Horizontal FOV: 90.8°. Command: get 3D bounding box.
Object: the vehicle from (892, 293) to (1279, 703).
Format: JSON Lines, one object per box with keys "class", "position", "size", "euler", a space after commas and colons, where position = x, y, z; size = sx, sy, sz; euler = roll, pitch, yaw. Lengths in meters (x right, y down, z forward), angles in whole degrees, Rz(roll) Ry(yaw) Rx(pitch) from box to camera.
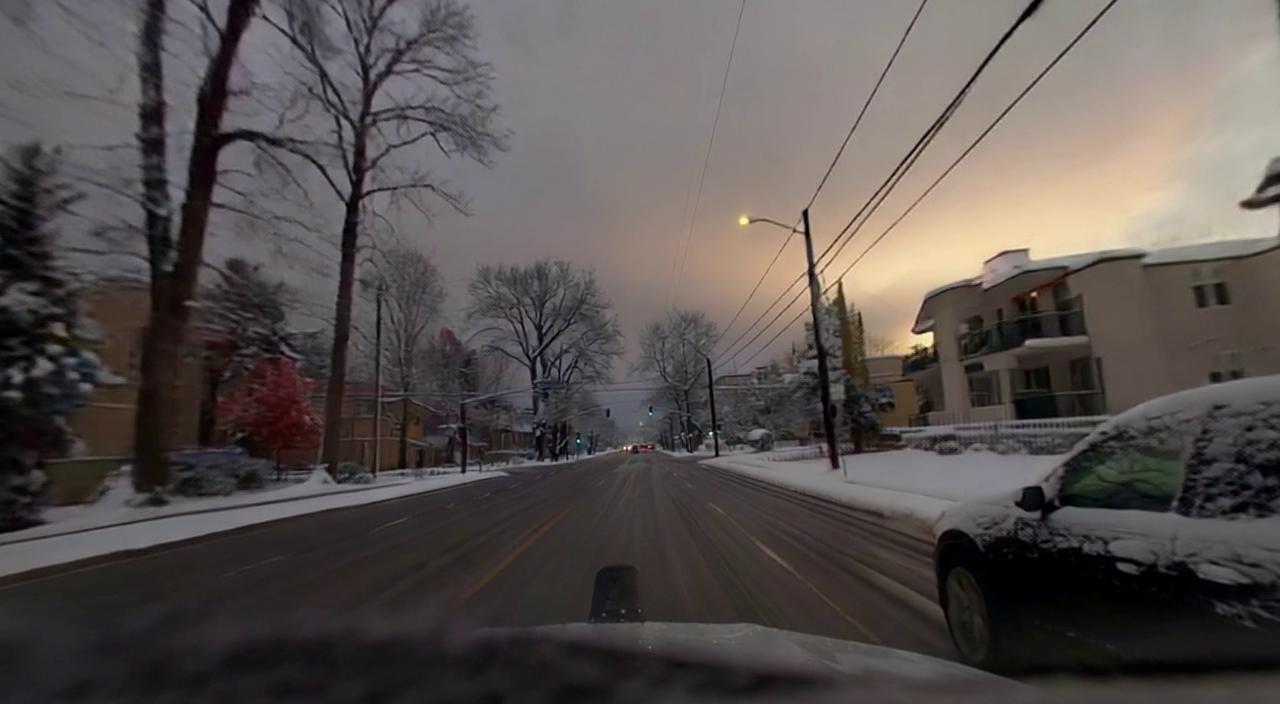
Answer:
{"class": "vehicle", "position": [3.001, 0.770, 2.148], "size": [2.224, 1.791, 4.834], "euler": [0, -9, -1]}
